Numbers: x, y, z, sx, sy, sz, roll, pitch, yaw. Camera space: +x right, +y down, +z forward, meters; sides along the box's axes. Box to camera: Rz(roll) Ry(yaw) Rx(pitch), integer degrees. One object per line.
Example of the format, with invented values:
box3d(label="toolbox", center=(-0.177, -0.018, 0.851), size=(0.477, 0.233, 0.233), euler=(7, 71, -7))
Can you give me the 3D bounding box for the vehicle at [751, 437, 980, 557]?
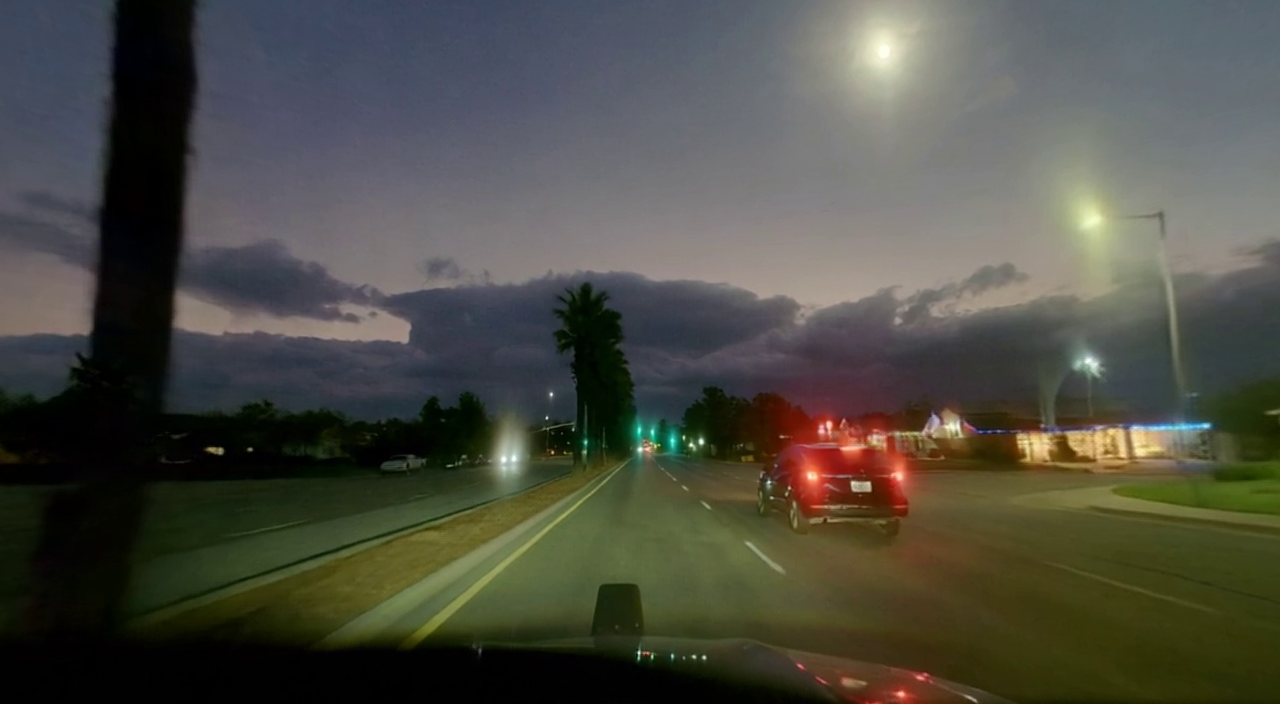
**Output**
box3d(label="vehicle", center=(3.262, 2.198, 10.371), size=(1.989, 1.492, 4.689), euler=(0, -9, -1))
